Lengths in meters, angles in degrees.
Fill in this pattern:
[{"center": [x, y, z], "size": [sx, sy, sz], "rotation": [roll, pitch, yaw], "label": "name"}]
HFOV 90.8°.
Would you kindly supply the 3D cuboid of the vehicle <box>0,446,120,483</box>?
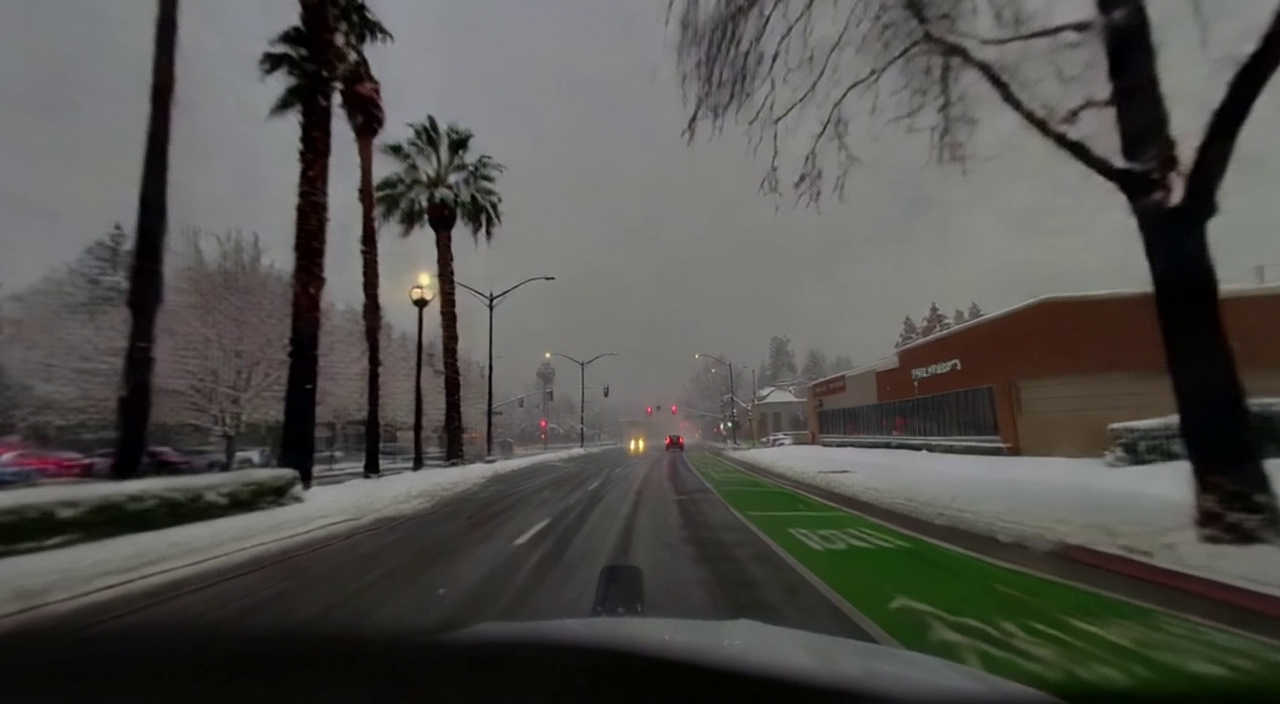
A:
[{"center": [-30.477, 5.778, 32.664], "size": [5.174, 1.778, 2.292], "rotation": [-1, -8, 3], "label": "vehicle"}]
